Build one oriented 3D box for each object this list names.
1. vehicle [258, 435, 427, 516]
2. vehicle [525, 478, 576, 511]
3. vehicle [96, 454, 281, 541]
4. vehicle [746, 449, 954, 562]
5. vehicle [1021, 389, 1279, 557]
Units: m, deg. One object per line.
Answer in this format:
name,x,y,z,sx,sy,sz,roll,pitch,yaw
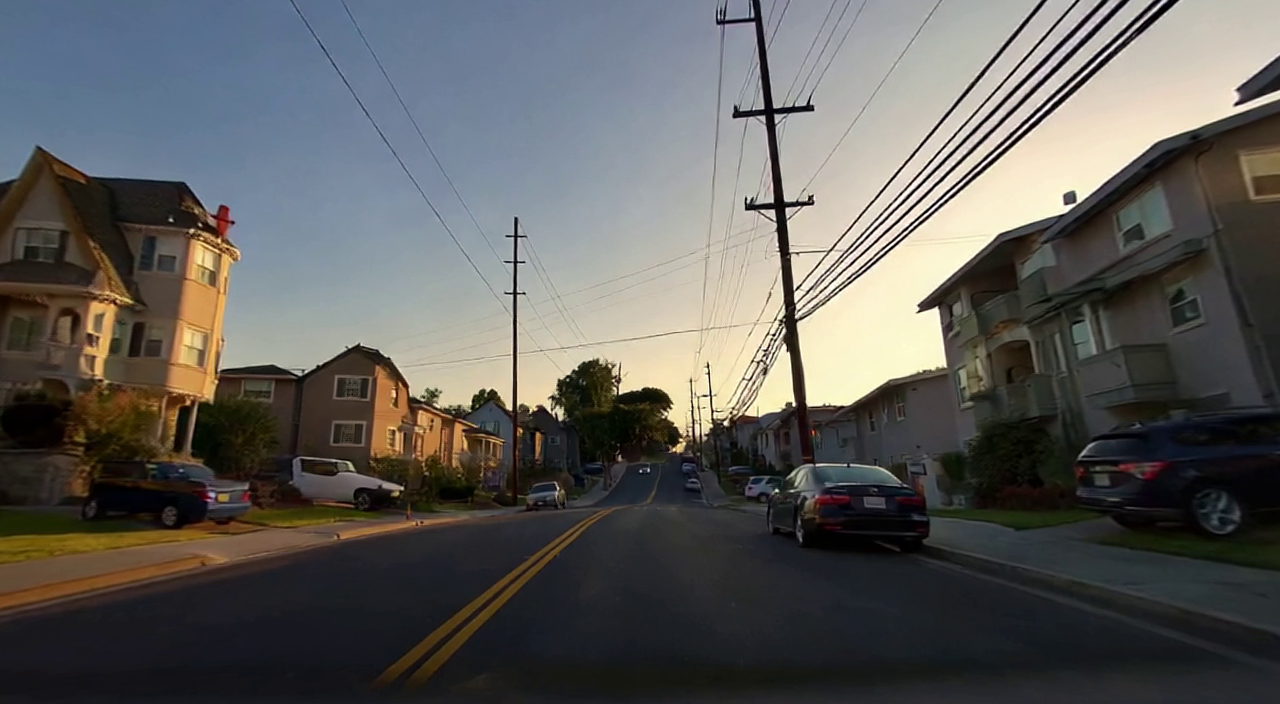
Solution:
vehicle,-12.041,5.134,25.931,5.503,2.906,2.584,-2,-15,2
vehicle,-5.331,8.595,38.147,2.156,1.764,4.410,-3,-12,4
vehicle,-11.395,3.507,15.838,4.526,1.806,2.043,-5,-10,31
vehicle,3.203,2.510,10.727,1.945,1.500,4.363,0,-11,-1
vehicle,8.513,1.570,8.724,4.964,1.878,1.979,-4,-13,-1
